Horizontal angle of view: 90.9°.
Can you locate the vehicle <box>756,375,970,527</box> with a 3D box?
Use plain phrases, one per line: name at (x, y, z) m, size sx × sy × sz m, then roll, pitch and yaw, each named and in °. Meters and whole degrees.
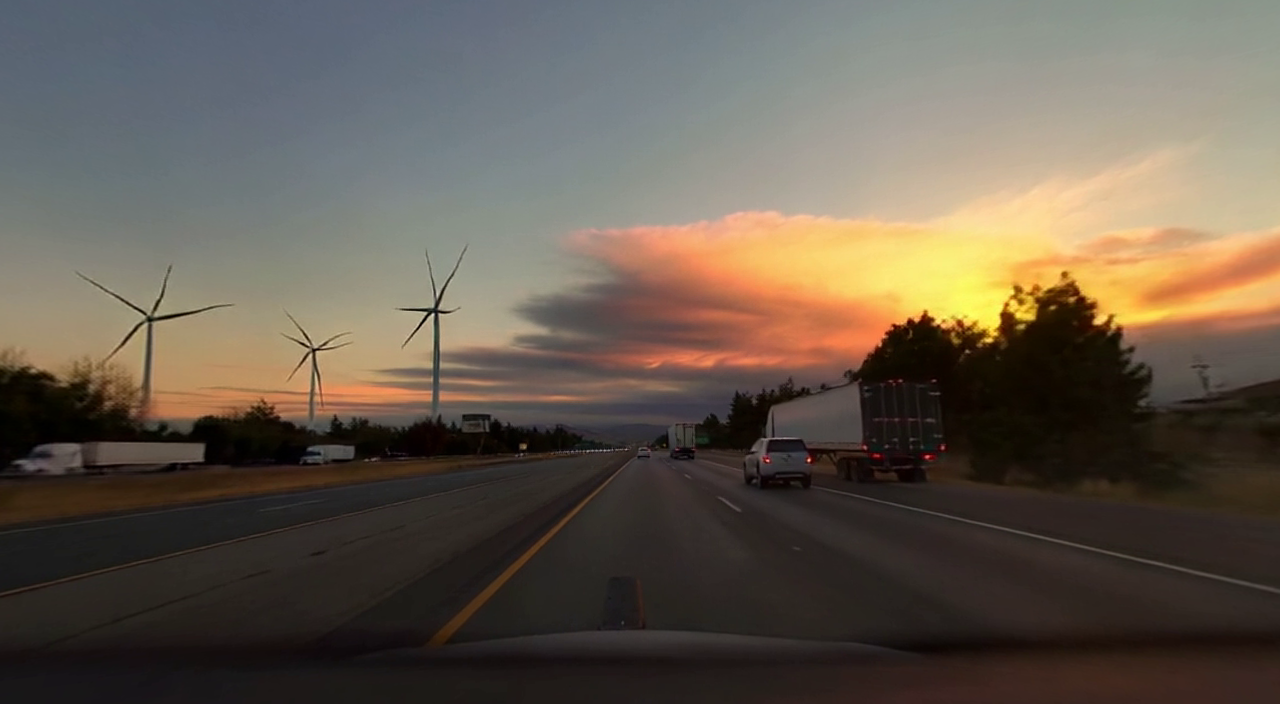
vehicle at (4.430, 2.166, 13.893) m, size 2.609 × 2.648 × 5.397 m, roll 0°, pitch -9°, yaw -1°
